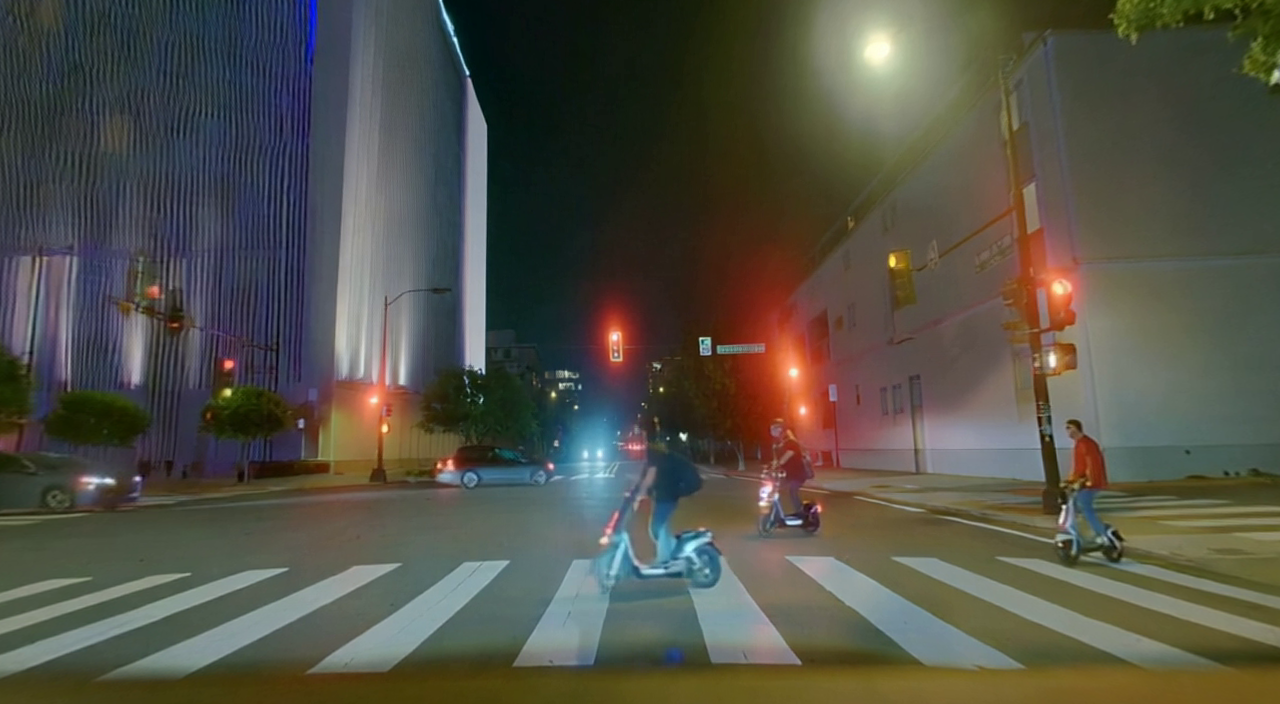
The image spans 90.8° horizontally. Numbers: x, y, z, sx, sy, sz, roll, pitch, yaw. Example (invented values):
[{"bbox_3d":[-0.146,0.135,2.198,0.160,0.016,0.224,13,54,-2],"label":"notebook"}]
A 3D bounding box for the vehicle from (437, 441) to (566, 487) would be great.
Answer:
[{"bbox_3d":[-5.408,4.380,25.122,2.051,1.616,4.641,-8,-12,43],"label":"vehicle"}]

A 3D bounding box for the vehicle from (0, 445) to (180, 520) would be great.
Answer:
[{"bbox_3d":[-14.900,3.241,15.952,4.802,1.724,2.122,0,-8,-2],"label":"vehicle"}]
